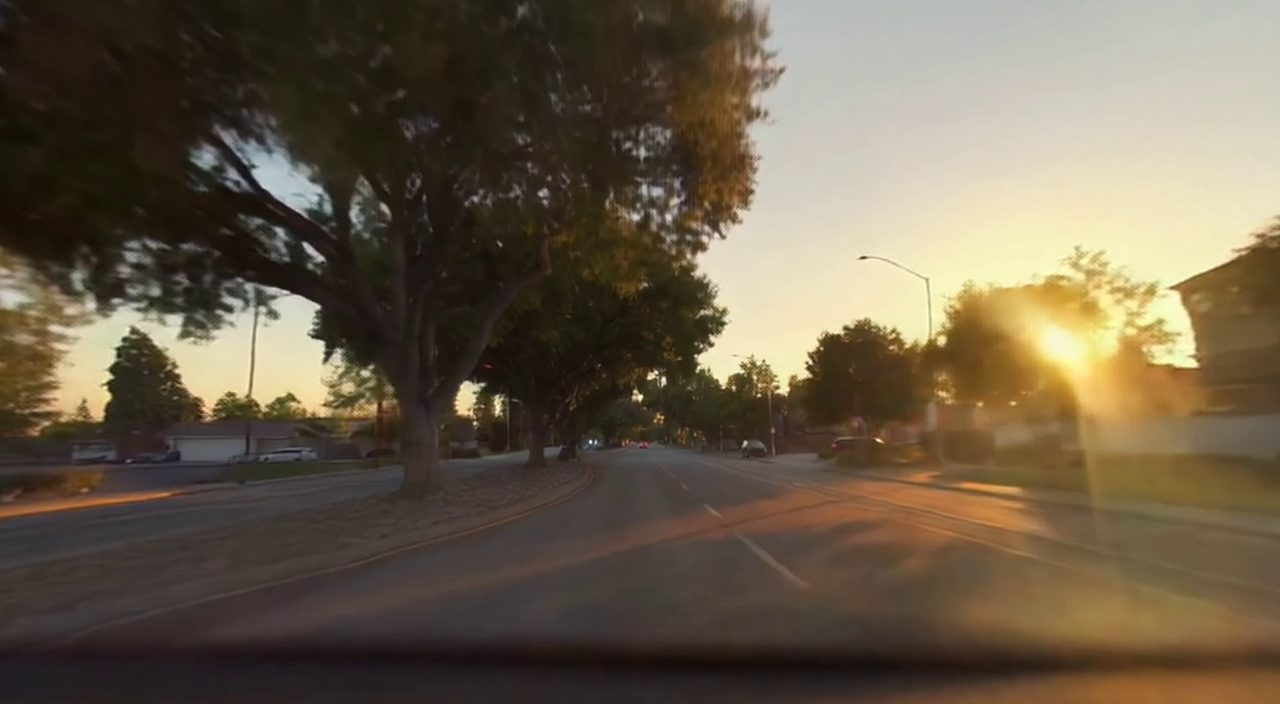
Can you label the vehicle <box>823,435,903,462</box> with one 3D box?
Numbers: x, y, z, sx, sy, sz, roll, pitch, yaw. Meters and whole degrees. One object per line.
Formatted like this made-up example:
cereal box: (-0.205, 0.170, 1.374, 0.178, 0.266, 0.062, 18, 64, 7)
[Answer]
vehicle: (15.204, 6.617, 43.190, 4.605, 1.779, 2.135, 0, -9, -1)
